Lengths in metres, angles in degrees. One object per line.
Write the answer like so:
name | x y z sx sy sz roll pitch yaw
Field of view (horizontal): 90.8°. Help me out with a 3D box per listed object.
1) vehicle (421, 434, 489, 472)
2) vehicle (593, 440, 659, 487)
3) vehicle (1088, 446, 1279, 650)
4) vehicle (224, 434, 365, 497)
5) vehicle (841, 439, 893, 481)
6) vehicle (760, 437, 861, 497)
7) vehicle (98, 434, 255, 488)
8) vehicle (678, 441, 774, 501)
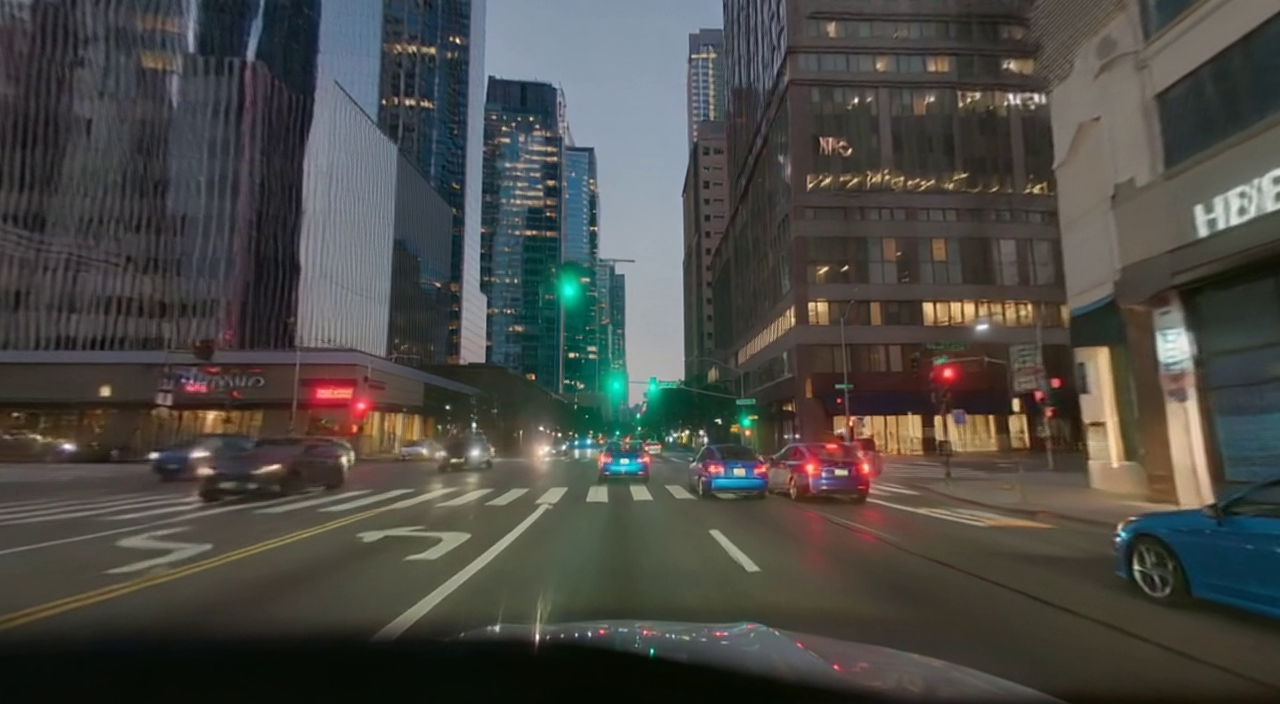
vehicle | -9.625 5.325 33.397 2.142 1.817 4.823 0 -9 0
vehicle | -0.472 3.874 22.230 2.096 1.457 4.160 0 -9 -1
vehicle | 5.680 1.370 4.203 1.914 1.484 4.639 0 -9 -1
vehicle | -10.077 3.320 18.861 1.879 1.637 4.100 0 -9 0
vehicle | 10.653 4.991 29.481 2.008 1.794 4.640 -4 -9 21
vehicle | 5.513 3.761 21.097 2.015 1.745 4.444 0 -9 -2
vehicle | -15.998 3.765 22.196 2.087 1.676 4.567 0 -9 -1
vehicle | 2.303 3.345 18.160 1.987 1.484 4.427 0 -9 -2
